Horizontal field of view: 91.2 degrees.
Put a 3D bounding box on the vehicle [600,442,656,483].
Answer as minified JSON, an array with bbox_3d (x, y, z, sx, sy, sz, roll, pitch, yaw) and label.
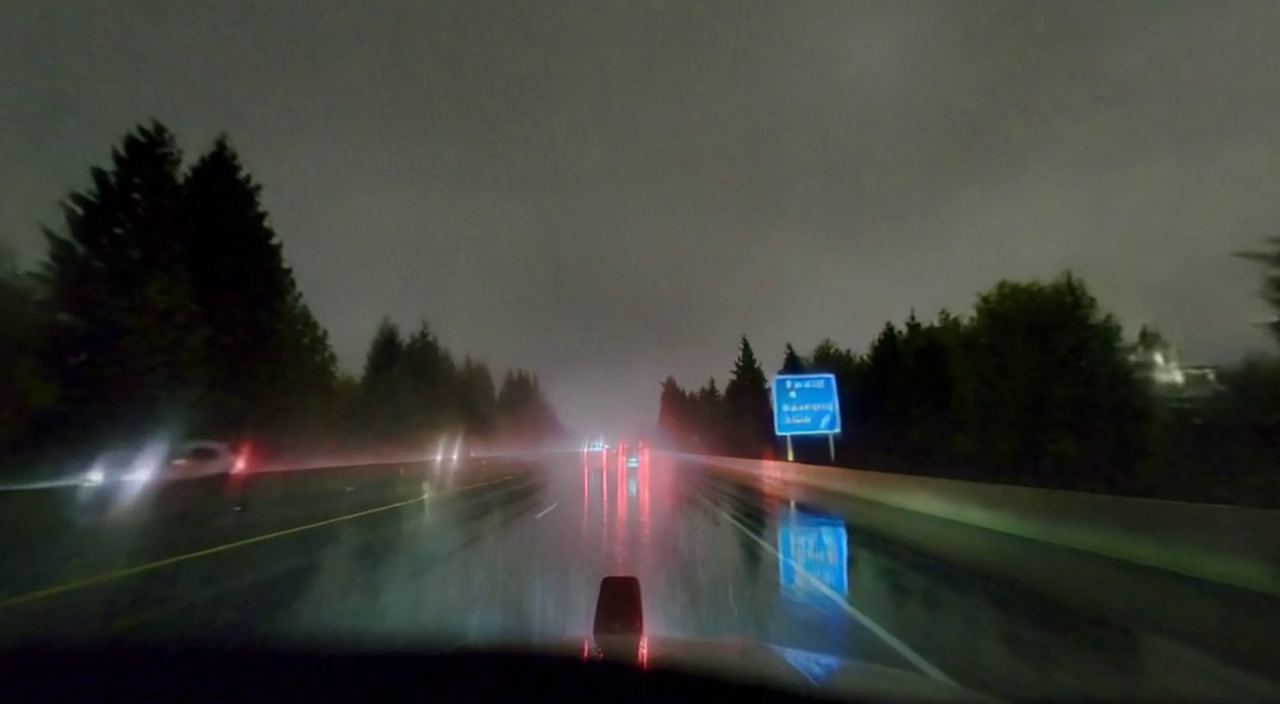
[{"bbox_3d":[-0.467,4.407,25.200,2.066,1.490,3.759,-1,-9,0],"label":"vehicle"}]

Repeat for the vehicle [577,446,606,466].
[{"bbox_3d":[-3.767,8.082,48.903,1.994,1.470,3.752,-1,-9,0],"label":"vehicle"}]

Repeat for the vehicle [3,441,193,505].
[{"bbox_3d":[-16.987,3.768,20.061,1.955,1.764,4.585,-1,-9,0],"label":"vehicle"}]
